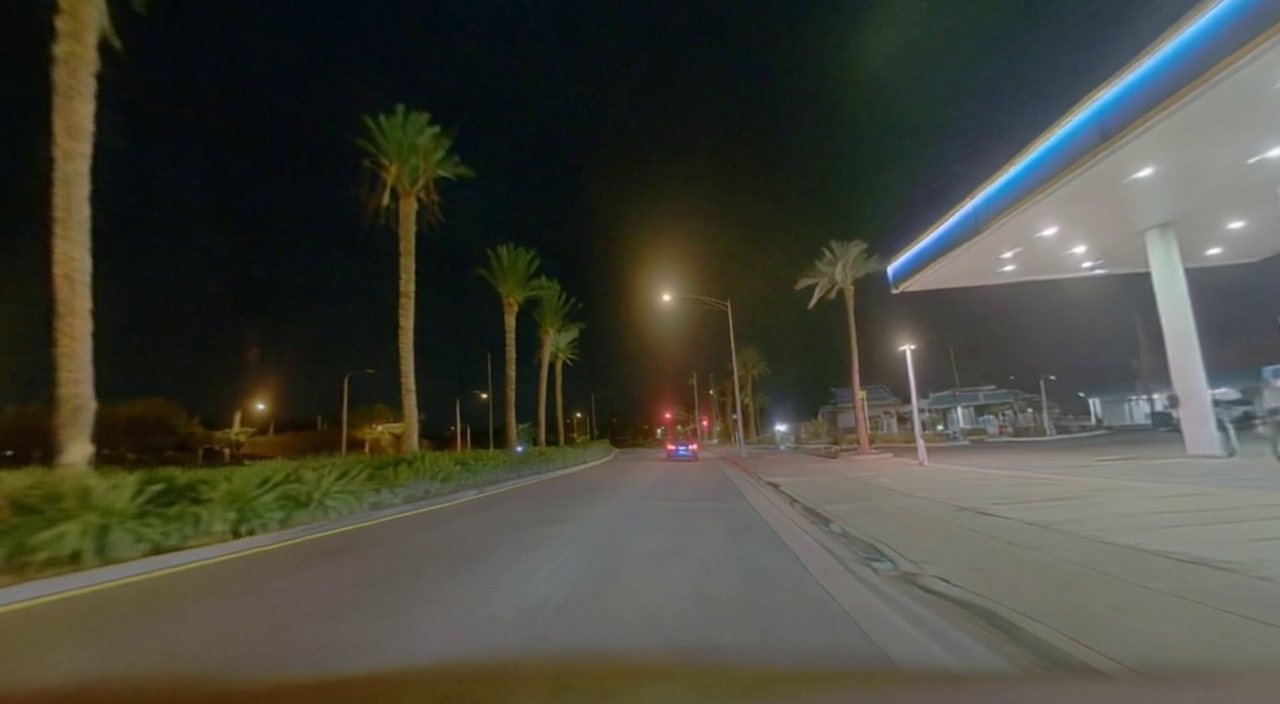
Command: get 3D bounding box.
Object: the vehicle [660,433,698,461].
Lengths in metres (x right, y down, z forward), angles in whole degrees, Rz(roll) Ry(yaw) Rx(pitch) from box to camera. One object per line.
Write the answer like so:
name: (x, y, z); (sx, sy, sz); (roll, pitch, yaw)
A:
vehicle: (2.323, 5.513, 36.516); (2.050, 1.509, 4.148); (-1, -8, 5)

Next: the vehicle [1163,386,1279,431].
vehicle: (26.194, 2.460, 27.523); (4.513, 1.657, 2.002); (-5, -9, 10)
